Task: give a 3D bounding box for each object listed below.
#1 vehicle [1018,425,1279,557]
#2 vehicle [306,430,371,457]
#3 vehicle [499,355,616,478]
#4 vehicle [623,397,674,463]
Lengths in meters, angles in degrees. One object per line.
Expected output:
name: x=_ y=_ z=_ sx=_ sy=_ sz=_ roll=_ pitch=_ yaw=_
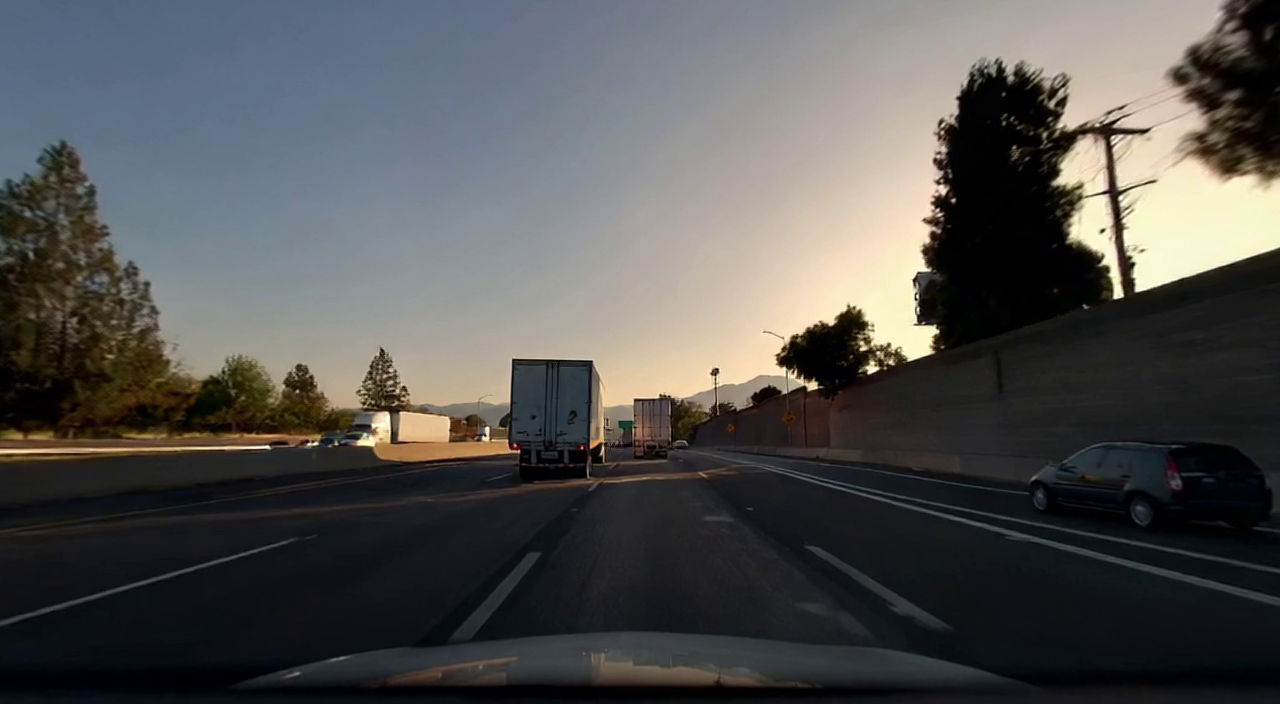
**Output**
vehicle: x=8.236 y=1.969 z=9.763 sx=1.969 sy=1.560 sz=4.394 roll=0 pitch=-8 yaw=-1
vehicle: x=-21.687 y=6.594 z=45.635 sx=2.282 sy=1.861 sz=4.626 roll=0 pitch=-8 yaw=2
vehicle: x=-2.846 y=2.860 z=25.967 sx=2.962 sy=3.947 sz=11.574 roll=0 pitch=-8 yaw=1
vehicle: x=0.601 y=5.449 z=43.458 sx=3.054 sy=3.944 sz=11.230 roll=0 pitch=-8 yaw=1
